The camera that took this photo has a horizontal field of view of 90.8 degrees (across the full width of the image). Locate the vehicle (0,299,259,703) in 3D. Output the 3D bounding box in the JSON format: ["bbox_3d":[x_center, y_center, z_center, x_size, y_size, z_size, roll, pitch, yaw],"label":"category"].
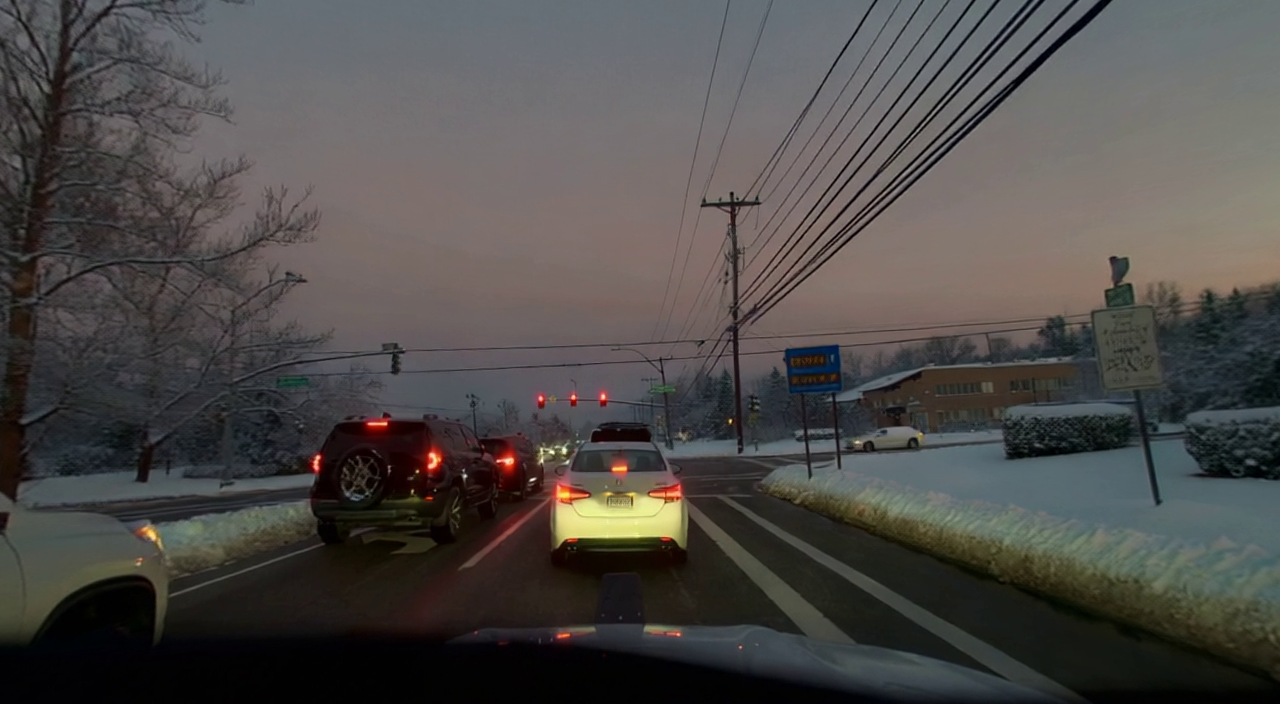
[{"bbox_3d":[-3.593,0.628,1.530,2.085,1.943,5.053,0,-8,1],"label":"vehicle"}]

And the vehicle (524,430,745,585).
[{"bbox_3d":[-0.102,1.799,8.144,2.121,1.474,3.968,0,-8,-2],"label":"vehicle"}]

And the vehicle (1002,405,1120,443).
[{"bbox_3d":[26.864,4.644,40.508,5.782,2.286,2.223,-1,-9,4],"label":"vehicle"}]

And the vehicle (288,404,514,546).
[{"bbox_3d":[-3.843,2.084,11.373,2.147,1.963,4.927,0,-8,0],"label":"vehicle"}]

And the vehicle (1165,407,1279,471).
[{"bbox_3d":[17.017,2.540,18.270,1.858,1.622,4.491,-5,-10,28],"label":"vehicle"}]
